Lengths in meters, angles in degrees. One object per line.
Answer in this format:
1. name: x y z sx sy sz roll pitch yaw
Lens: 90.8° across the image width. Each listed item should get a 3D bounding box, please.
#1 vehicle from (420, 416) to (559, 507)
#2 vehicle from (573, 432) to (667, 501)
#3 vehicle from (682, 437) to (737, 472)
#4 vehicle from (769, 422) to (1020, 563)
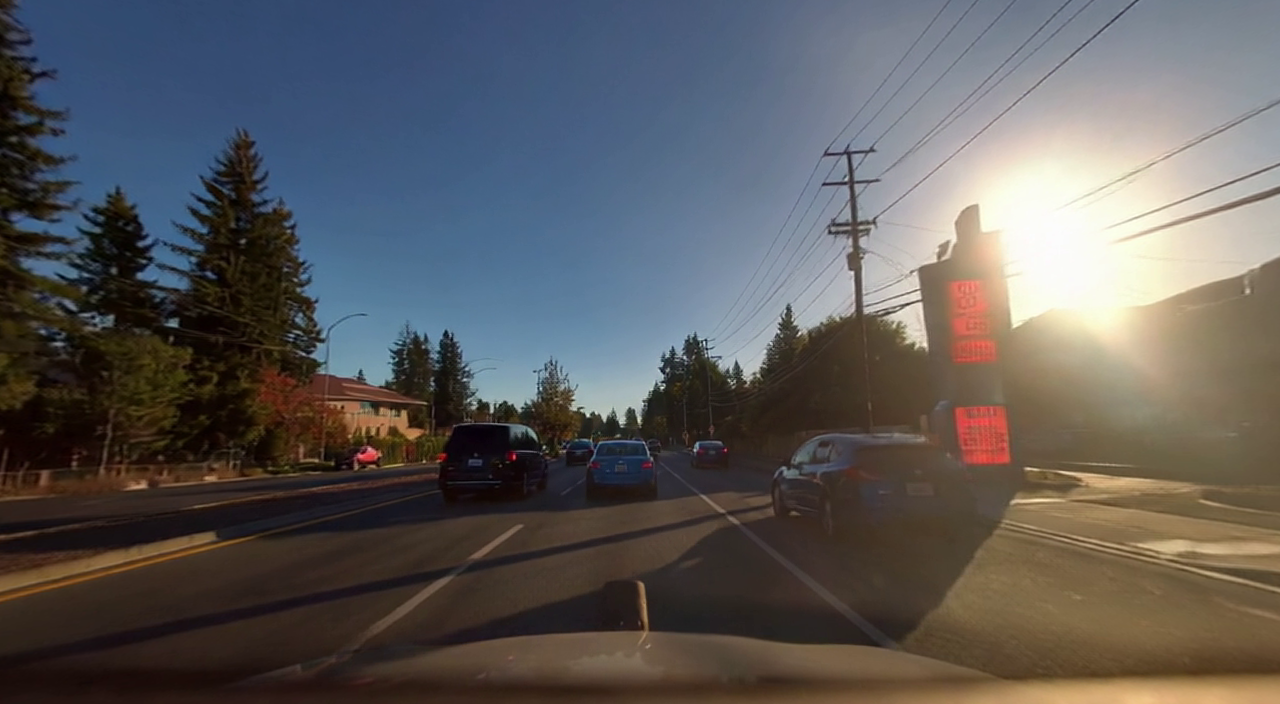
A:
1. vehicle: -3.368 2.570 15.234 2.092 1.839 4.736 0 -8 1
2. vehicle: -0.438 2.833 16.000 2.097 1.511 3.809 0 -8 0
3. vehicle: 3.105 4.688 29.044 1.878 1.479 4.461 0 -8 -2
4. vehicle: 3.175 1.811 8.822 1.880 1.521 3.724 0 -8 -1
